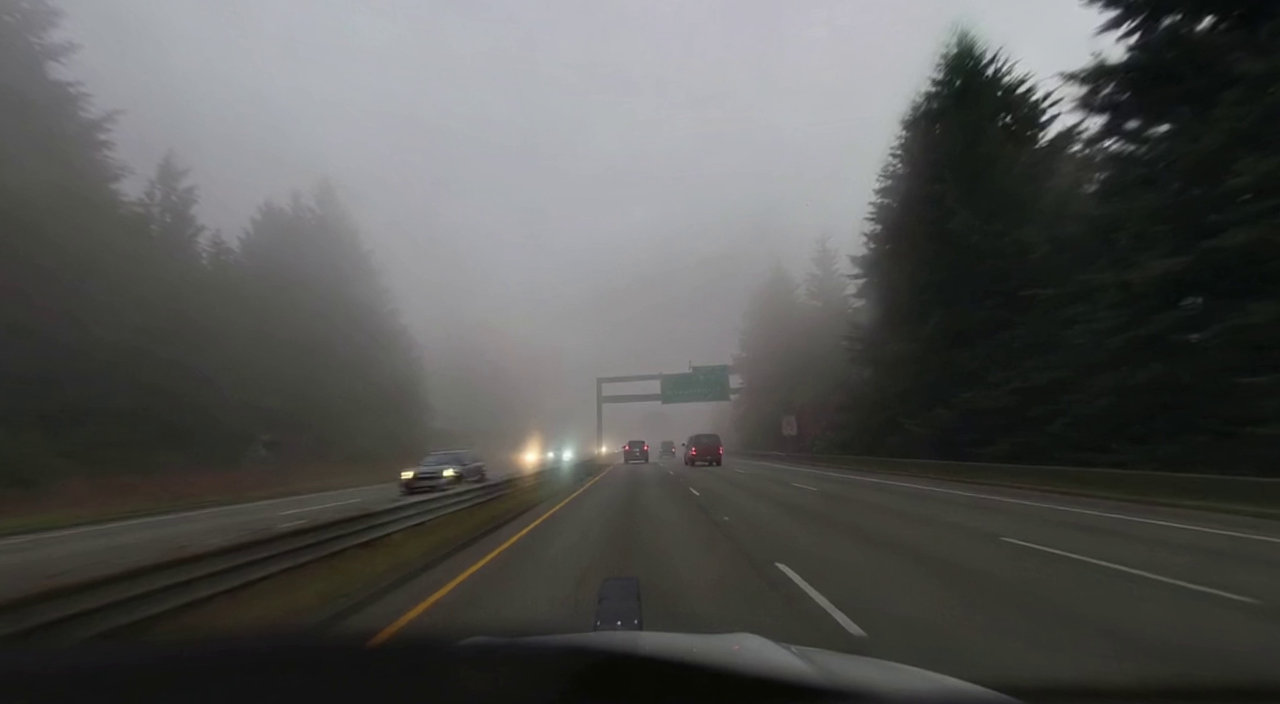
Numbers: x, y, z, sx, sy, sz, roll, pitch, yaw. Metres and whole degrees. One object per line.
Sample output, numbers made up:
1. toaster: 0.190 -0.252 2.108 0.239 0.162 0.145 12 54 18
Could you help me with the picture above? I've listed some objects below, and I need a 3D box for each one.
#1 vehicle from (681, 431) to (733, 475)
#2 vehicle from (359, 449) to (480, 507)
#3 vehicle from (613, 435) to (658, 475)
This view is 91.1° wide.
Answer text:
1. vehicle: 3.268 5.070 31.640 1.981 1.984 4.623 0 -9 -2
2. vehicle: -6.602 3.801 19.482 2.057 1.543 4.722 0 -9 0
3. vehicle: -0.216 5.426 33.247 2.192 1.912 4.524 0 -9 0
